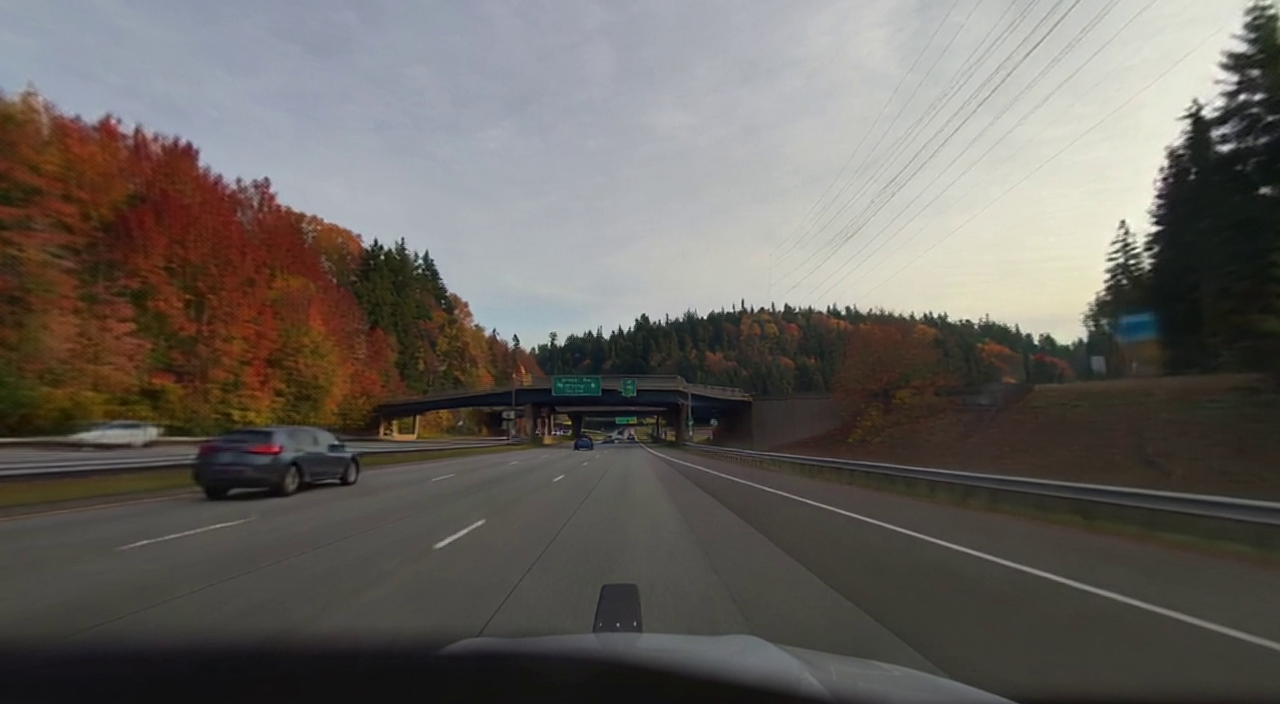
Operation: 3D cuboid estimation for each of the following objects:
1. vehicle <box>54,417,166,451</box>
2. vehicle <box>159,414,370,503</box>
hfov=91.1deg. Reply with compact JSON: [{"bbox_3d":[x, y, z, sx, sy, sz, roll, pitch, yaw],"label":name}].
[{"bbox_3d":[-26.108,4.083,31.174,1.962,1.542,4.111,0,-8,0],"label":"vehicle"},{"bbox_3d":[-8.157,2.340,14.314,1.987,1.677,4.580,0,-8,-1],"label":"vehicle"}]
